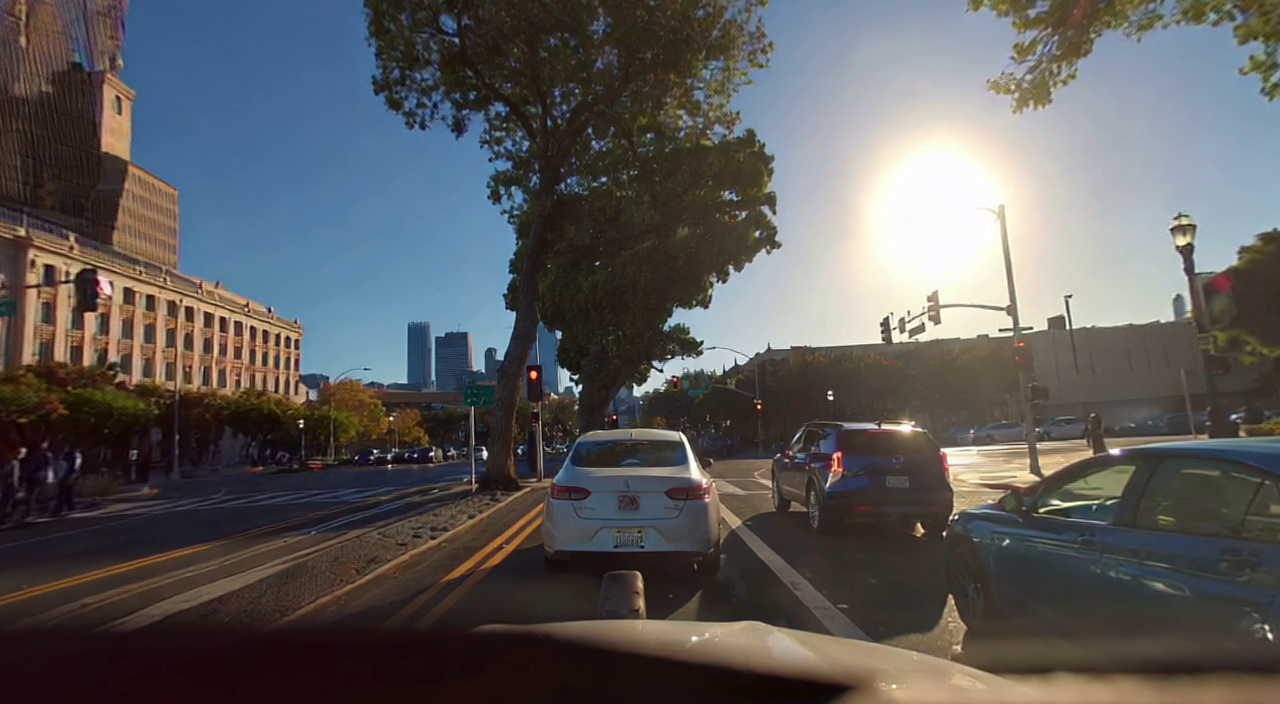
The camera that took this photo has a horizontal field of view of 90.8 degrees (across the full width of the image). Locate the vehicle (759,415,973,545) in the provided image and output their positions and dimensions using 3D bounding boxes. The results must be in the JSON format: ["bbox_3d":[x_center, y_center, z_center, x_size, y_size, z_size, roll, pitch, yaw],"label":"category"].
[{"bbox_3d":[3.506,2.084,10.947,1.978,1.738,4.599,0,-8,0],"label":"vehicle"}]

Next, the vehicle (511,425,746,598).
[{"bbox_3d":[-0.104,1.706,7.583,2.096,1.521,3.747,0,-8,0],"label":"vehicle"}]

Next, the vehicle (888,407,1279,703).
[{"bbox_3d":[3.383,1.183,4.012,1.833,1.465,4.258,0,-8,-1],"label":"vehicle"}]
